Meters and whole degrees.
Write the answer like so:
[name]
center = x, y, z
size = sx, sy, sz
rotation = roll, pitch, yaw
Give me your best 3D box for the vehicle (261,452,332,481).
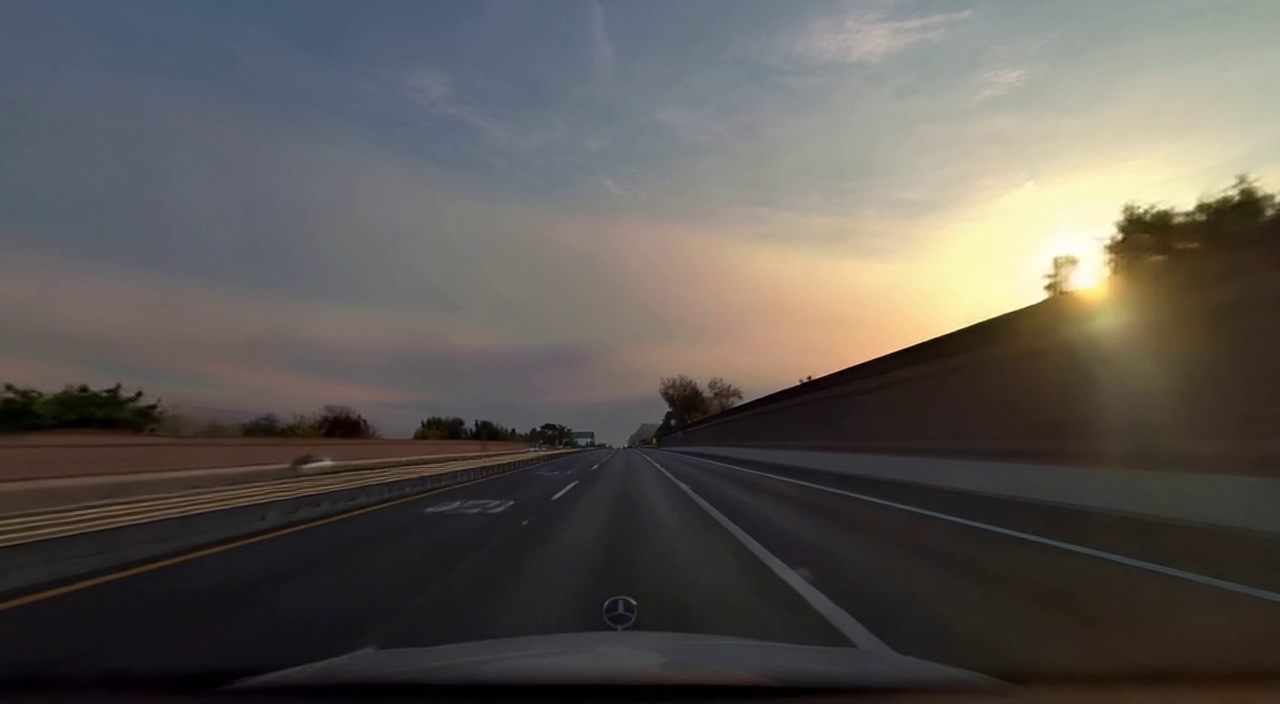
[vehicle]
center = -20.220, 6.717, 37.211
size = 1.889, 1.507, 3.951
rotation = 0, -8, 1
